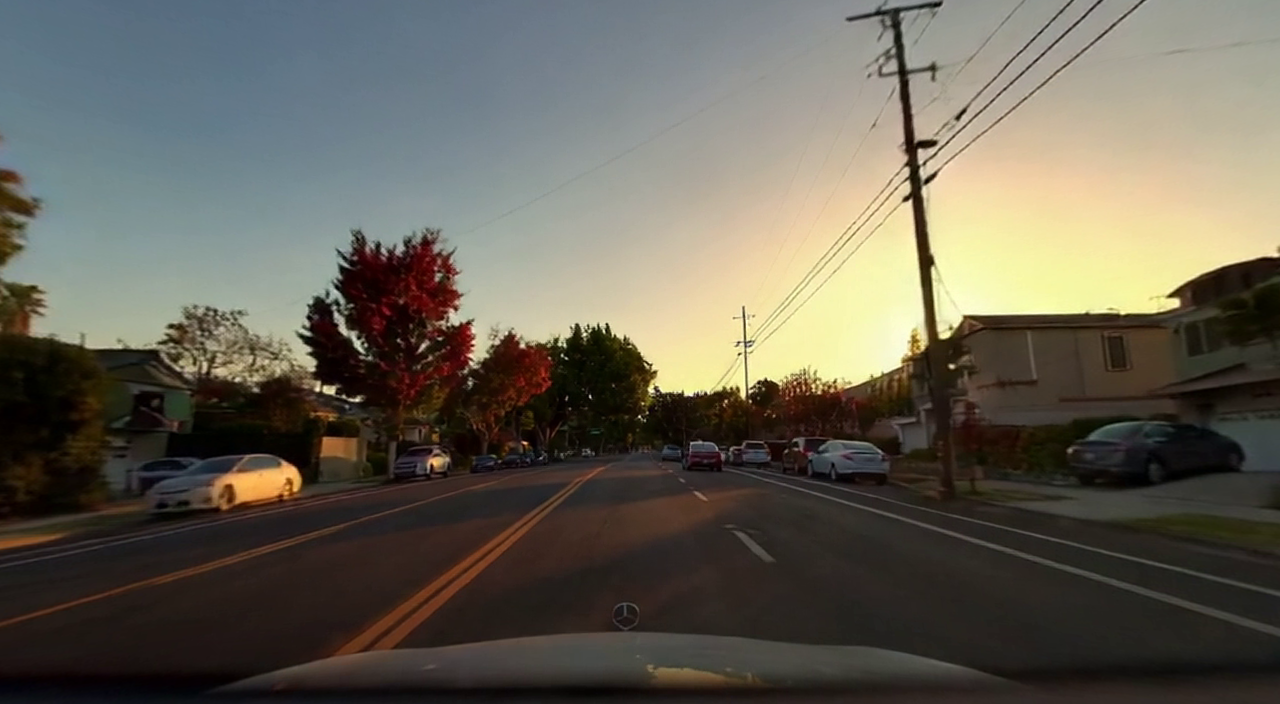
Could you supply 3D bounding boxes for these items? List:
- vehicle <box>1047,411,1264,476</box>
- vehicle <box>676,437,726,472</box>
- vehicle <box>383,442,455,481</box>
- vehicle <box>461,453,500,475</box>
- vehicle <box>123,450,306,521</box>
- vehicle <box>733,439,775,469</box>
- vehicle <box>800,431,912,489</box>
[{"bbox_3d":[14.556,2.598,18.016,4.630,1.738,1.943,1,-8,-5],"label":"vehicle"},{"bbox_3d":[3.027,5.185,32.195,1.951,1.620,4.582,0,-8,-2],"label":"vehicle"},{"bbox_3d":[-11.584,5.749,33.478,2.181,1.920,4.570,0,-8,0],"label":"vehicle"},{"bbox_3d":[-11.725,8.201,46.625,1.809,1.476,4.423,0,-8,-2],"label":"vehicle"},{"bbox_3d":[-11.549,3.593,17.671,1.953,1.649,4.648,0,-8,-1],"label":"vehicle"},{"bbox_3d":[7.558,6.800,42.155,1.873,1.867,4.673,0,-8,0],"label":"vehicle"},{"bbox_3d":[7.496,3.798,22.562,2.071,1.793,5.072,0,-8,-1],"label":"vehicle"}]
